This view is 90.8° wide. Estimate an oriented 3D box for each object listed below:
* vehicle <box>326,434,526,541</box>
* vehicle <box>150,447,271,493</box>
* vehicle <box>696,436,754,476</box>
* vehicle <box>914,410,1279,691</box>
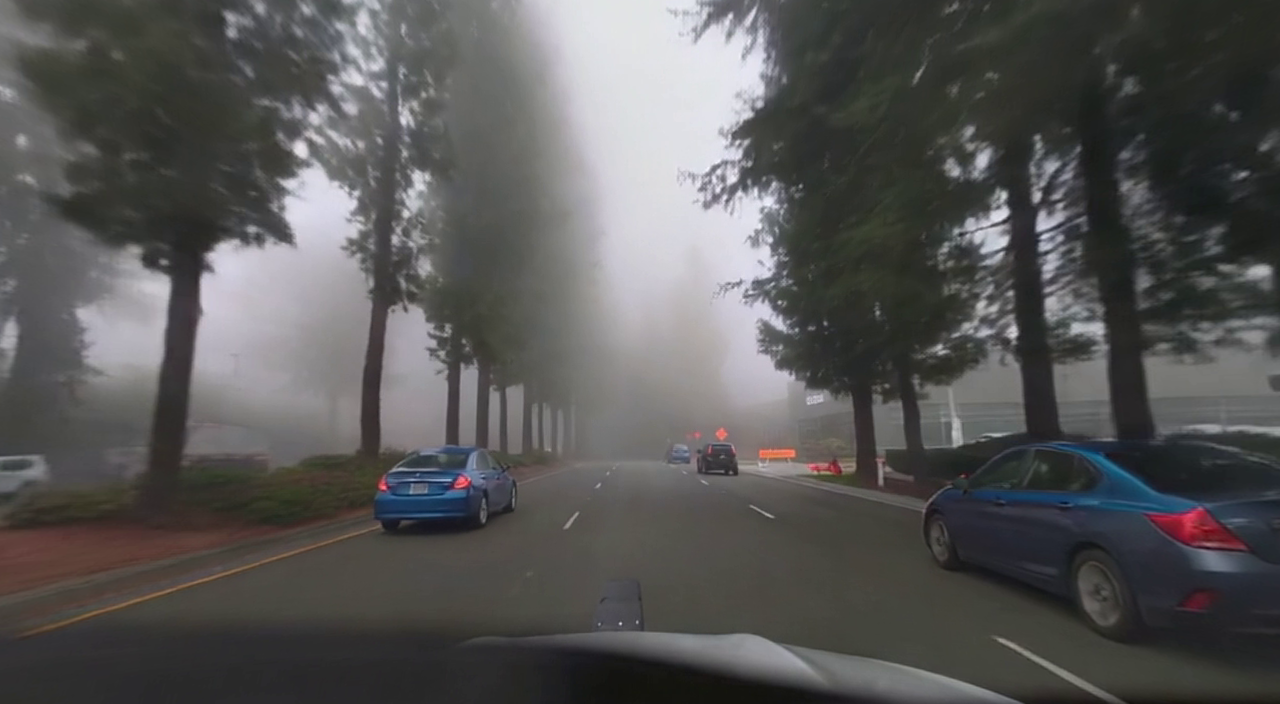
[{"bbox_3d":[-3.358,2.202,10.909,2.020,1.474,4.098,0,-9,0],"label":"vehicle"},{"bbox_3d":[-17.822,4.883,26.539,1.905,1.713,4.517,0,-9,0],"label":"vehicle"},{"bbox_3d":[4.141,5.180,31.638,2.159,1.793,4.735,0,-9,-1],"label":"vehicle"},{"bbox_3d":[4.108,1.348,5.343,1.827,1.491,3.743,0,-9,-1],"label":"vehicle"}]
